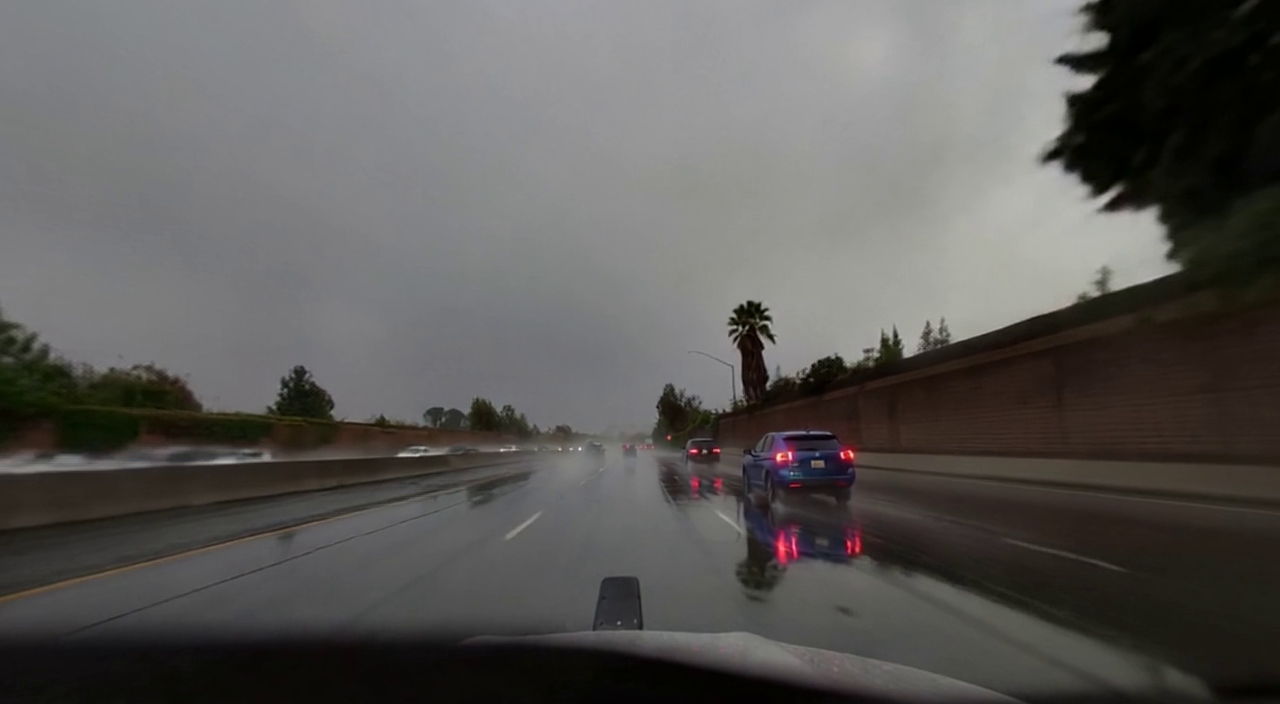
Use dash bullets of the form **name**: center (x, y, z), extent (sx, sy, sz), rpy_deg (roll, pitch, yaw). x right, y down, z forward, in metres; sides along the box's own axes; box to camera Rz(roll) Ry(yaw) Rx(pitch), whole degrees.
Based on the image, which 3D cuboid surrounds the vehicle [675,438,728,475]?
- **vehicle**: center (2.950, 5.129, 31.200), extent (2.045, 1.688, 4.313), rpy_deg (0, -9, -2)

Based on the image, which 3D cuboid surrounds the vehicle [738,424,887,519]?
- **vehicle**: center (3.442, 2.464, 13.558), extent (1.910, 1.696, 4.187), rpy_deg (0, -8, -1)

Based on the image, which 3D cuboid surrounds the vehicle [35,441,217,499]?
- **vehicle**: center (-15.946, 3.648, 20.035), extent (1.916, 1.608, 4.537), rpy_deg (0, -9, 0)

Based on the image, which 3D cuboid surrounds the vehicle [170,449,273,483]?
- **vehicle**: center (-20.310, 5.544, 30.995), extent (1.808, 1.487, 4.729), rpy_deg (0, -8, 0)

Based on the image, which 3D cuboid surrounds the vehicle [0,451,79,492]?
- **vehicle**: center (-26.951, 5.052, 26.931), extent (1.964, 1.646, 4.477), rpy_deg (0, -8, 0)
